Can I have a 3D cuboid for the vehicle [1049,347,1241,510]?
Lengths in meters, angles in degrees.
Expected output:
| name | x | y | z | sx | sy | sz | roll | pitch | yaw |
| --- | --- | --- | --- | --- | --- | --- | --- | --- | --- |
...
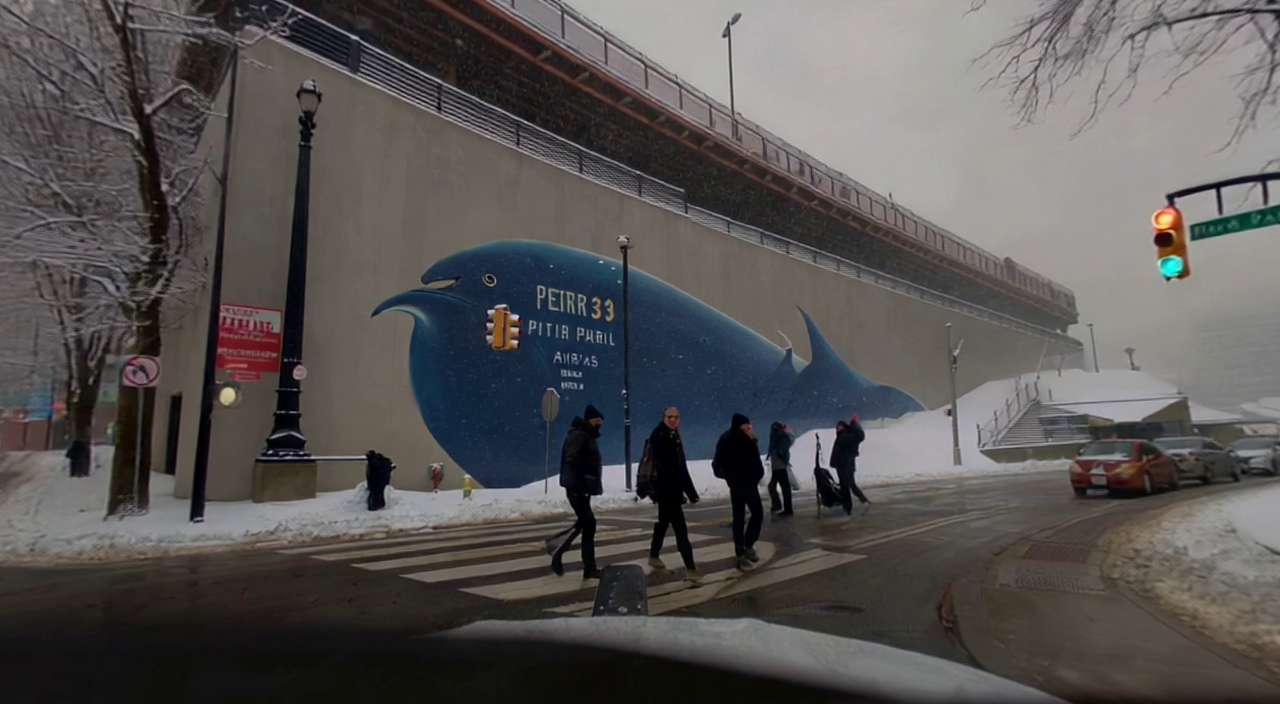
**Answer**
| name | x | y | z | sx | sy | sz | roll | pitch | yaw |
| --- | --- | --- | --- | --- | --- | --- | --- | --- | --- |
| vehicle | 15.771 | 2.397 | 19.243 | 9.347 | 3.893 | 2.849 | 7 | -11 | -42 |
